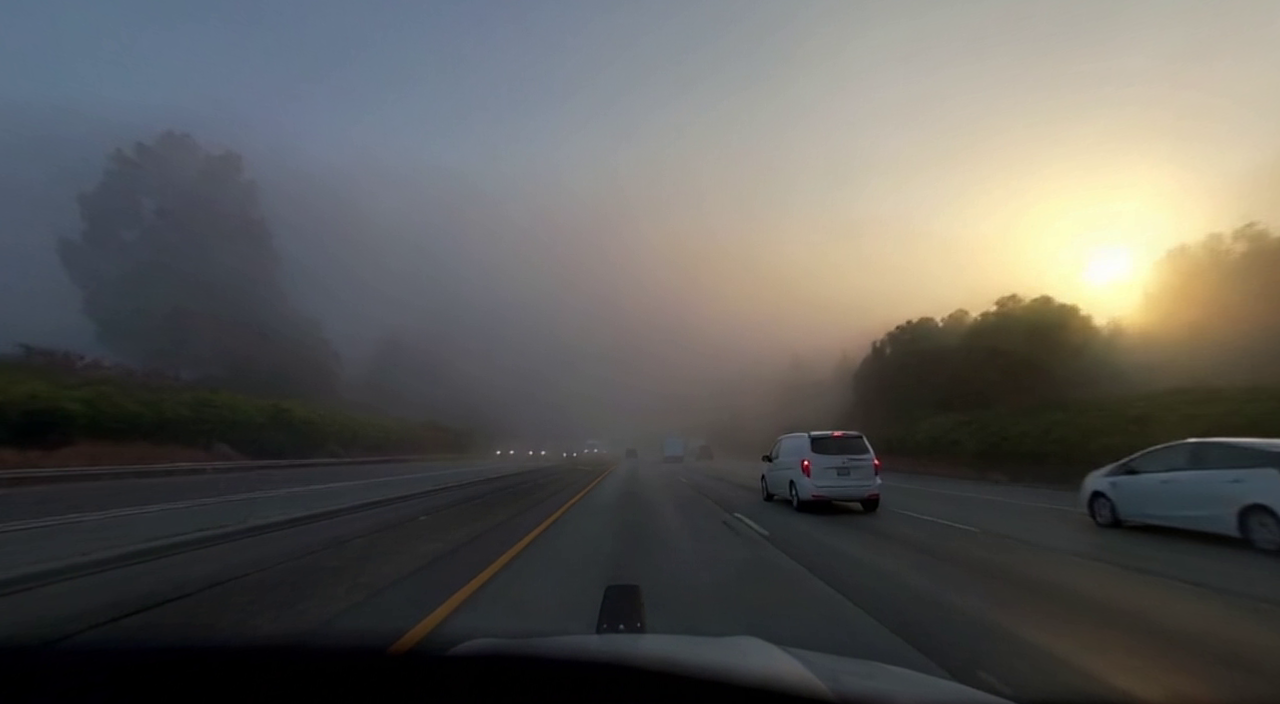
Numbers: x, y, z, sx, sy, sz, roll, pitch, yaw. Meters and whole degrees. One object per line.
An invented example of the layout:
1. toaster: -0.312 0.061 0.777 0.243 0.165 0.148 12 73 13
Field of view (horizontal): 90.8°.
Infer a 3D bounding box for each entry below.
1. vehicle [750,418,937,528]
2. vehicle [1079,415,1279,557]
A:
1. vehicle: 3.667 2.296 12.478 2.070 1.751 4.576 0 -9 -1
2. vehicle: 8.451 1.709 8.307 2.018 1.636 4.510 0 -9 -1
